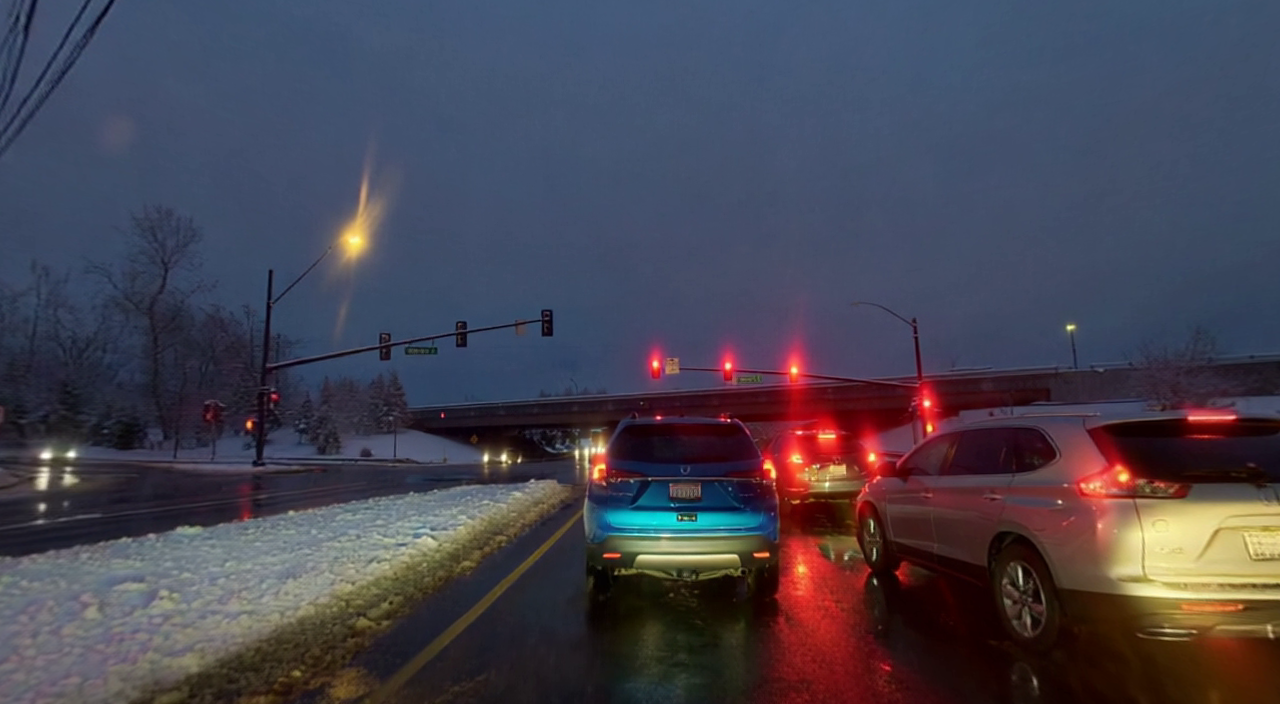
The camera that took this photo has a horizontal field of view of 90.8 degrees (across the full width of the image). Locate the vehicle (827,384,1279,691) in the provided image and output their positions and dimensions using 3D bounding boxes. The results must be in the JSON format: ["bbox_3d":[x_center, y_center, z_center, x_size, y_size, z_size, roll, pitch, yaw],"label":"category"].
[{"bbox_3d":[3.408,1.337,5.783,1.990,1.649,4.625,0,-8,0],"label":"vehicle"}]

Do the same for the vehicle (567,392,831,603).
[{"bbox_3d":[0.455,1.553,7.616,2.240,1.778,4.335,0,-8,-1],"label":"vehicle"}]

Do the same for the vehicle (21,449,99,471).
[{"bbox_3d":[-40.838,7.563,44.458,4.647,1.453,1.881,-3,-9,18],"label":"vehicle"}]
